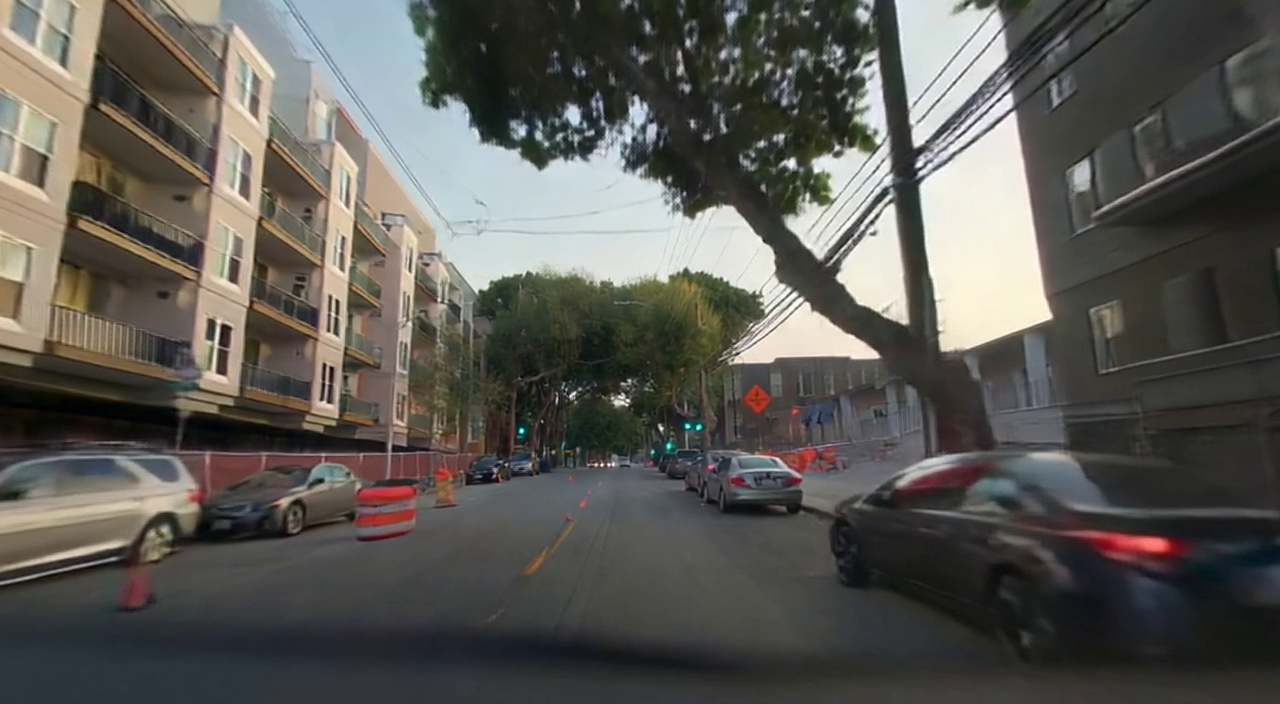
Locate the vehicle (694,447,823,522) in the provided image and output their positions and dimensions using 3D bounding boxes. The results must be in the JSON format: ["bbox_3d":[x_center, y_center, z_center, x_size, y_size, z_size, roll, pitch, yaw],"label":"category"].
[{"bbox_3d":[2.613,3.057,15.267,2.010,1.499,4.754,0,-8,-2],"label":"vehicle"}]

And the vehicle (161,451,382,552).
[{"bbox_3d":[-6.726,2.714,12.225,1.900,1.520,4.320,0,-8,-4],"label":"vehicle"}]

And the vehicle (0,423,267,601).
[{"bbox_3d":[-7.806,1.774,7.361,5.507,1.819,2.077,2,-9,-16],"label":"vehicle"}]

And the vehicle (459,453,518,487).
[{"bbox_3d":[-7.229,5.640,30.562,1.968,1.450,4.271,0,-8,-3],"label":"vehicle"}]

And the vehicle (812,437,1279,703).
[{"bbox_3d":[3.132,1.377,4.589,2.077,1.445,4.897,0,-8,-4],"label":"vehicle"}]
